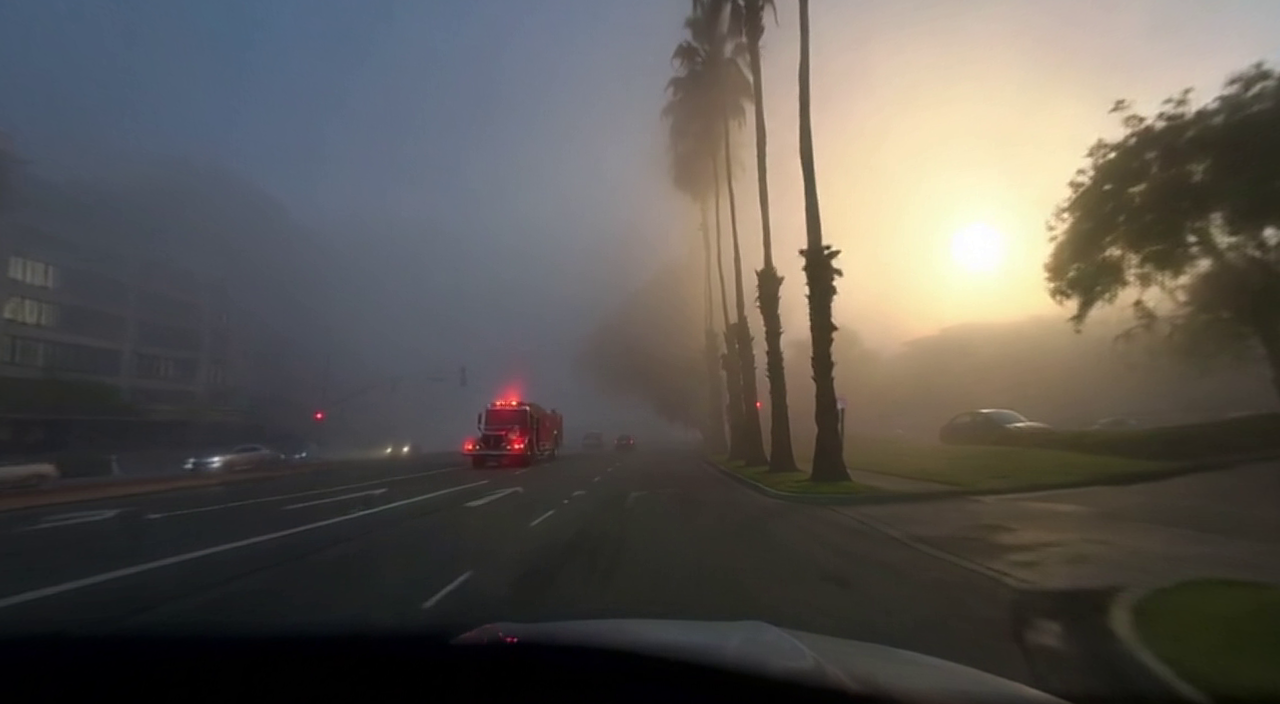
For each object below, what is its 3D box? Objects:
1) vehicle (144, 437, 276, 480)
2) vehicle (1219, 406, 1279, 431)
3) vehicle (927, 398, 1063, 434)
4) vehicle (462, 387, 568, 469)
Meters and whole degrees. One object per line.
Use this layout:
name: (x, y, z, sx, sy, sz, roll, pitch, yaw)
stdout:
vehicle: (-21.770, 5.409, 32.216, 2.460, 1.958, 5.843, 0, -8, 2)
vehicle: (42.566, 4.527, 42.486, 4.671, 1.641, 1.900, -1, -8, 3)
vehicle: (15.331, 2.810, 27.330, 4.663, 1.457, 2.045, 0, -7, 2)
vehicle: (-6.385, 4.308, 34.577, 3.008, 3.730, 11.786, 0, -8, 2)
